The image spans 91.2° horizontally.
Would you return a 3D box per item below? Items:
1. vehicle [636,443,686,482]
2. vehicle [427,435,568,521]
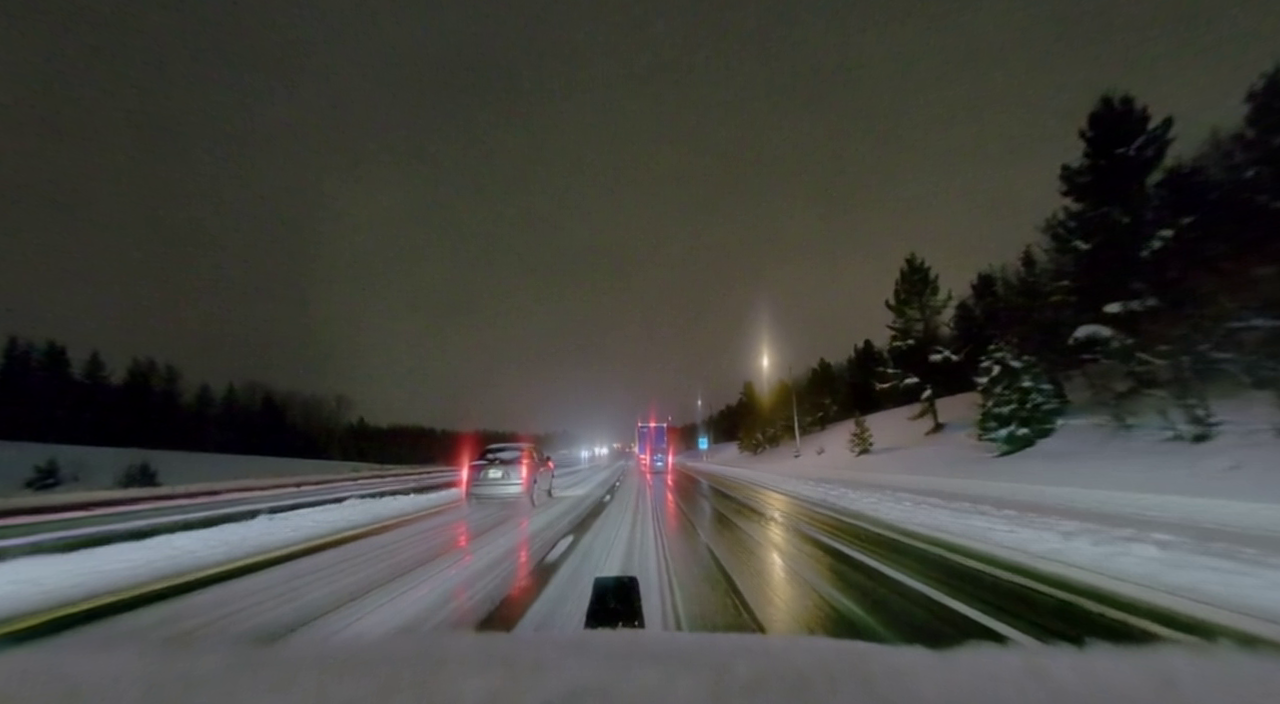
[{"bbox_3d":[0.943,5.300,30.338,2.230,1.715,4.243,0,-9,0],"label":"vehicle"},{"bbox_3d":[-3.065,2.843,14.695,2.181,1.653,4.691,0,-9,0],"label":"vehicle"}]
